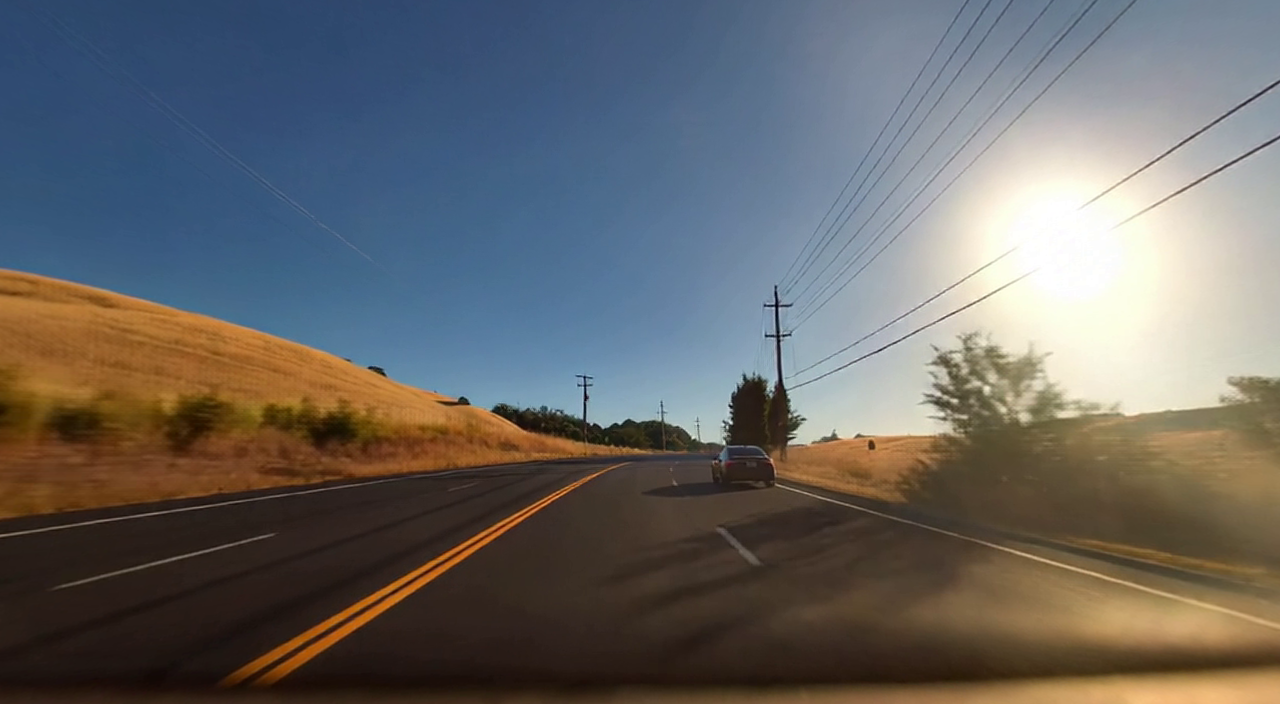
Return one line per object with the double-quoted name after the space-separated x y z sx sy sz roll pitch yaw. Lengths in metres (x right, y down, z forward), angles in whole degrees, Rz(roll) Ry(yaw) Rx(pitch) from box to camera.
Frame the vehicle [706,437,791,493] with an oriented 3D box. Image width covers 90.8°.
3.523 3.769 21.362 2.135 1.692 4.185 0 -9 0 "vehicle"
